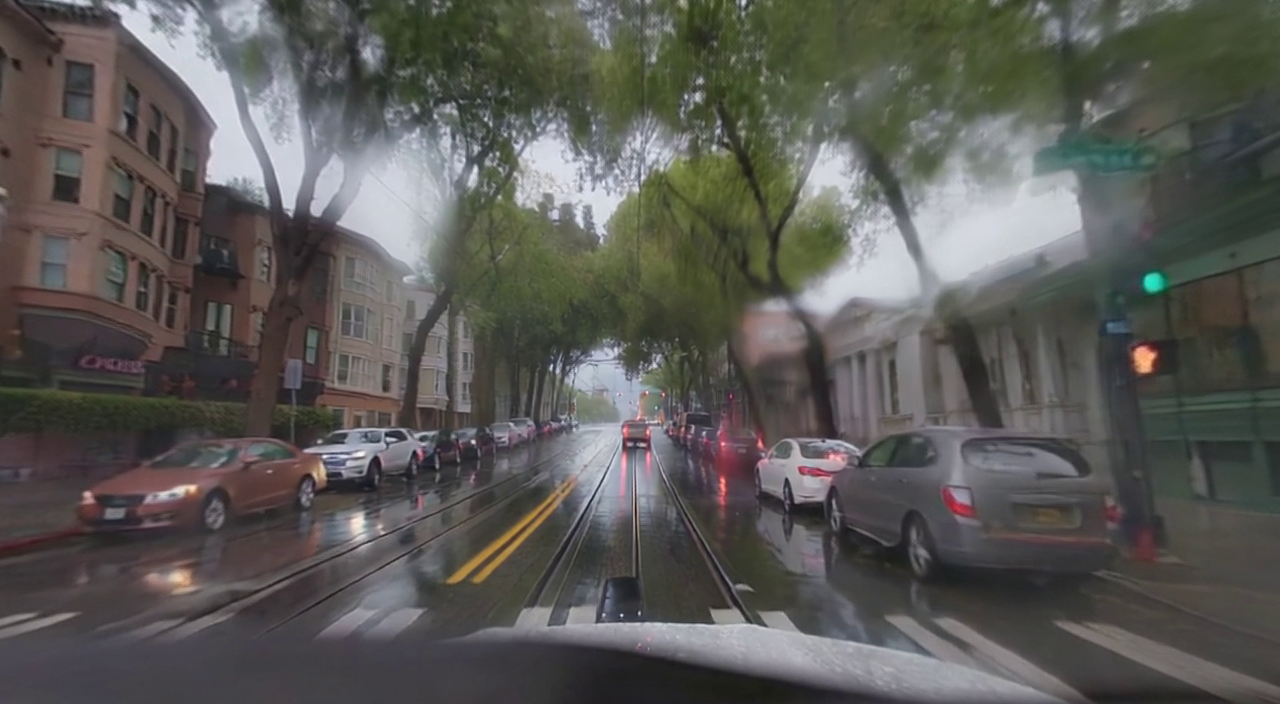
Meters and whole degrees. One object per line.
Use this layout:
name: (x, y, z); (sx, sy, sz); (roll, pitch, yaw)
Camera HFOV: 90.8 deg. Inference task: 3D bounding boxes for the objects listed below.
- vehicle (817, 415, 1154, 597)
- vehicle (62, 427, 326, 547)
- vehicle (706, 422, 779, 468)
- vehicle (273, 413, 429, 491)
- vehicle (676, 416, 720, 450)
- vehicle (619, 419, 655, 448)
vehicle: (3.904, 1.775, 8.182); (1.929, 1.723, 4.134); (0, -8, -1)
vehicle: (-7.356, 2.164, 11.027); (1.779, 1.588, 3.953); (2, -6, -2)
vehicle: (3.757, 3.513, 23.921); (1.890, 1.559, 4.281); (0, -8, -2)
vehicle: (-7.429, 2.659, 16.870); (1.861, 1.751, 4.550); (1, -9, 2)
vehicle: (3.662, 5.182, 40.812); (2.242, 2.000, 6.340); (1, -6, 0)
vehicle: (-0.230, 4.728, 36.455); (1.984, 1.571, 3.404); (0, -8, -1)
